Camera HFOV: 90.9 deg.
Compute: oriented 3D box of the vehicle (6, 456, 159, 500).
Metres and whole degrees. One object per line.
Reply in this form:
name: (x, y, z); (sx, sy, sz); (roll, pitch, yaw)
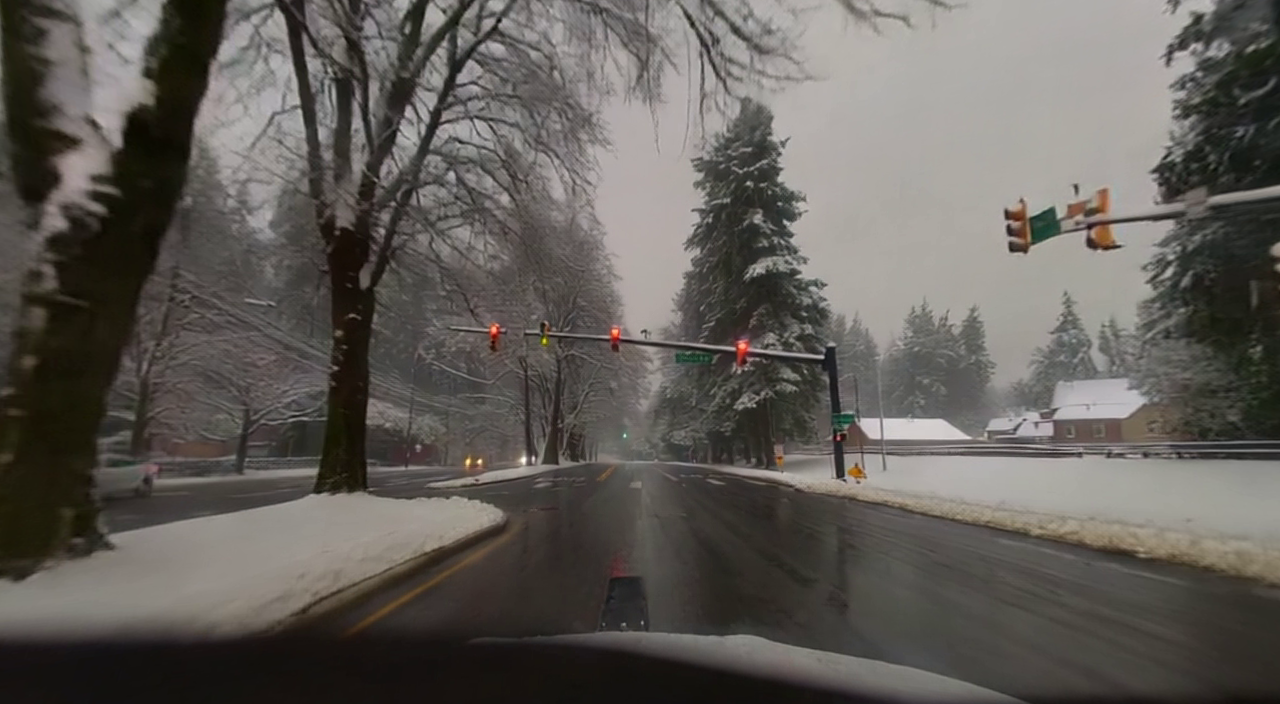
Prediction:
vehicle: (-21.374, 4.802, 24.439); (1.965, 1.475, 4.269); (0, -8, 1)
